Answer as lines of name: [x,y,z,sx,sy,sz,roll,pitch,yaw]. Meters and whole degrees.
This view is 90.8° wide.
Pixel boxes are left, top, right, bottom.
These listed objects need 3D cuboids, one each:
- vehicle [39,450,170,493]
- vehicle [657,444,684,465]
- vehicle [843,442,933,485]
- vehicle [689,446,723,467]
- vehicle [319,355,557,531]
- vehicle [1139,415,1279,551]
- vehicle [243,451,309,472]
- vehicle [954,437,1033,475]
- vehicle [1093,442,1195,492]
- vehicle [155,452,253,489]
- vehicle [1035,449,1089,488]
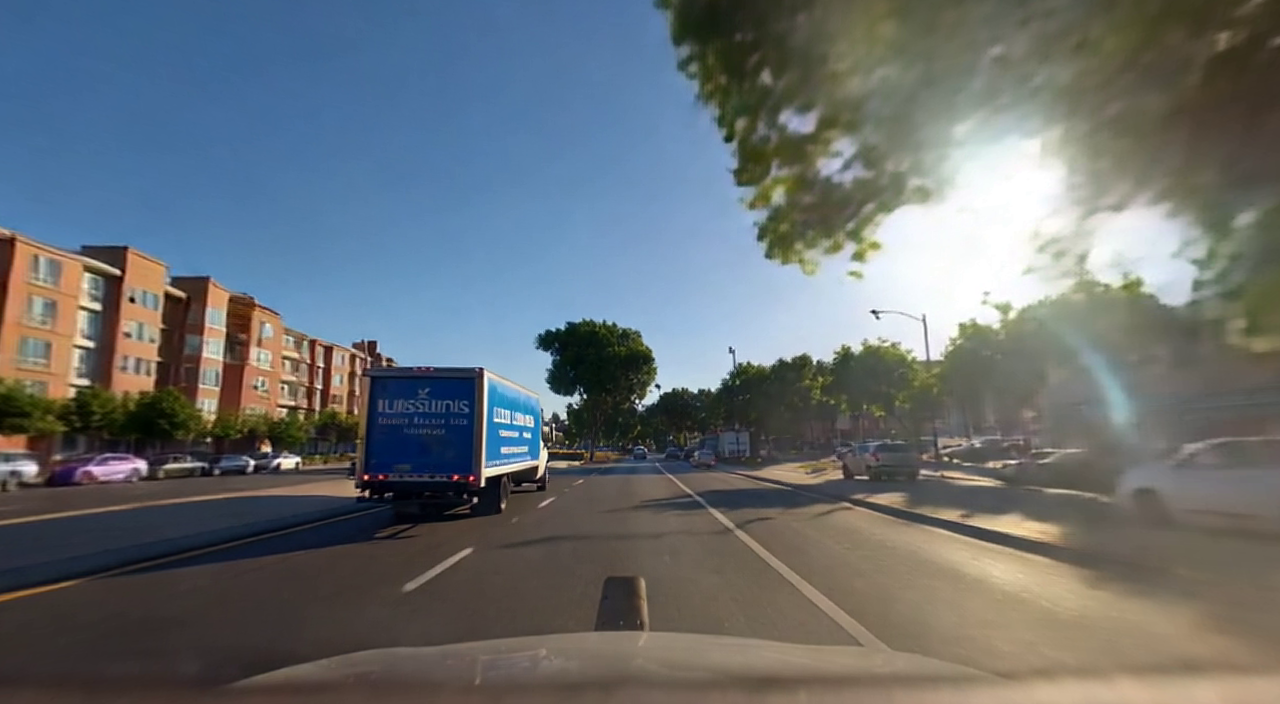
vehicle: [-23.018,5.111,27.434,1.835,1.610,4.452,0,-8,-2]
vehicle: [2.325,7.864,48.533,1.878,1.534,4.120,0,-8,0]
vehicle: [9.202,4.160,23.801,1.850,1.477,3.520,0,-8,-2]
vehicle: [5.012,8.018,48.693,2.127,1.439,5.034,0,-8,0]
vehicle: [-3.924,2.061,14.549,2.763,2.974,7.562,0,-8,2]
vehicle: [9.122,1.690,8.153,1.766,1.725,4.221,0,-8,-2]
vehicle: [-28.497,8.562,49.657,1.878,1.476,4.847,-1,-9,7]
vehicle: [16.409,4.790,29.219,4.218,1.622,1.930,9,-12,-43]
vehicle: [16.869,3.754,21.093,4.141,1.486,1.900,7,-11,-42]
vehicle: [-23.029,6.247,33.610,1.869,1.724,4.505,0,-8,1]
vehicle: [16.241,4.422,24.346,1.519,1.364,3.372,-5,-10,33]
